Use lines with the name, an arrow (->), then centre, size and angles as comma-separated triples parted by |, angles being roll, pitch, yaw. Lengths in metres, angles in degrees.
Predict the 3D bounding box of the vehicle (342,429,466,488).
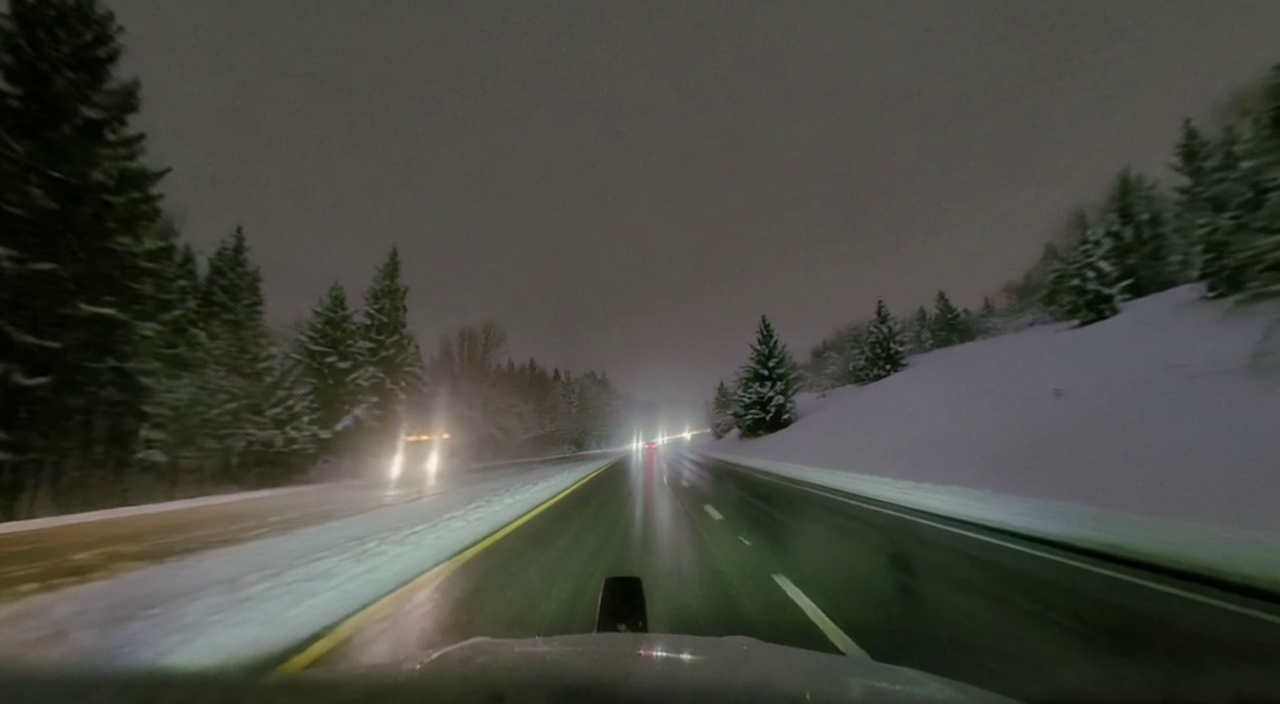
vehicle -> -8.596, 3.960, 23.718 | 2.344, 1.898, 5.764 | -1, -9, 1
